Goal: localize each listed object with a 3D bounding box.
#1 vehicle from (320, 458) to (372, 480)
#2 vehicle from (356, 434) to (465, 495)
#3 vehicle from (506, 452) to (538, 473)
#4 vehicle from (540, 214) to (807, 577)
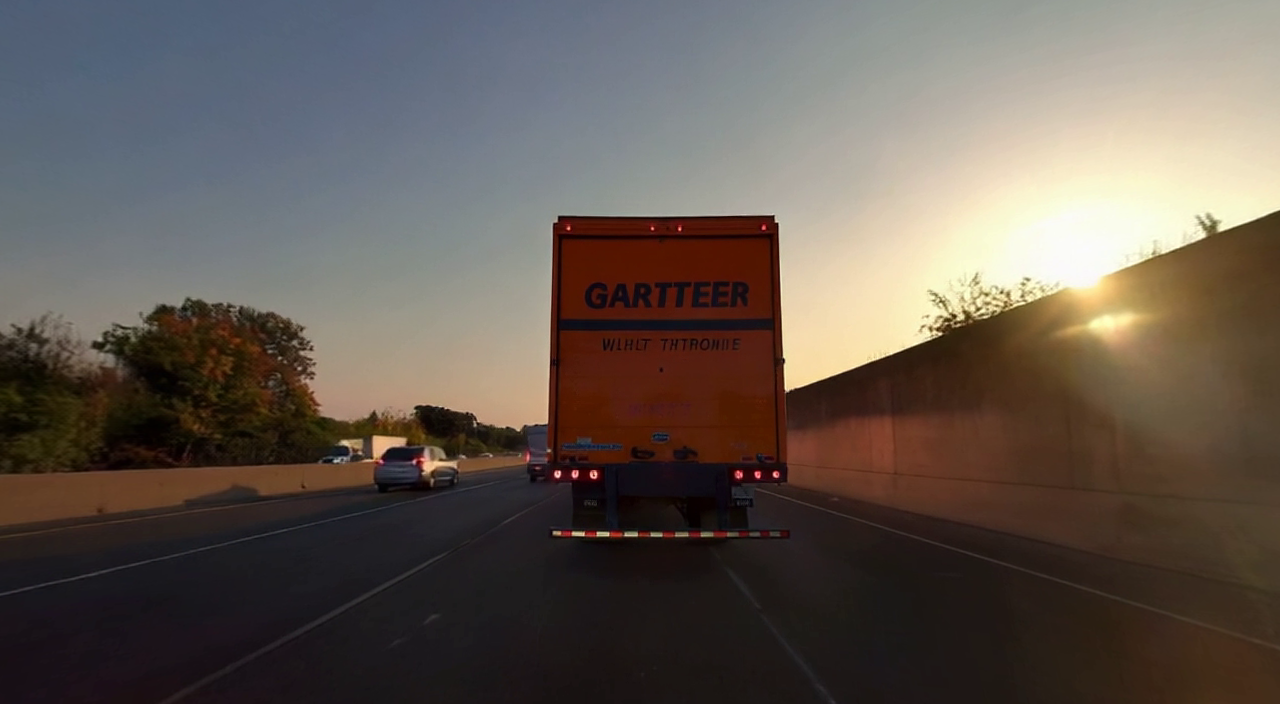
[{"bbox_3d":[-20.515,8.172,44.214,1.851,1.430,3.604,0,-9,0],"label":"vehicle"},{"bbox_3d":[-8.534,4.244,24.090,2.174,2.059,5.314,0,-9,0],"label":"vehicle"},{"bbox_3d":[-8.658,8.105,46.449,1.617,1.465,3.546,0,-9,1],"label":"vehicle"},{"bbox_3d":[0.482,1.231,12.287,2.853,4.054,10.557,0,-9,1],"label":"vehicle"}]
